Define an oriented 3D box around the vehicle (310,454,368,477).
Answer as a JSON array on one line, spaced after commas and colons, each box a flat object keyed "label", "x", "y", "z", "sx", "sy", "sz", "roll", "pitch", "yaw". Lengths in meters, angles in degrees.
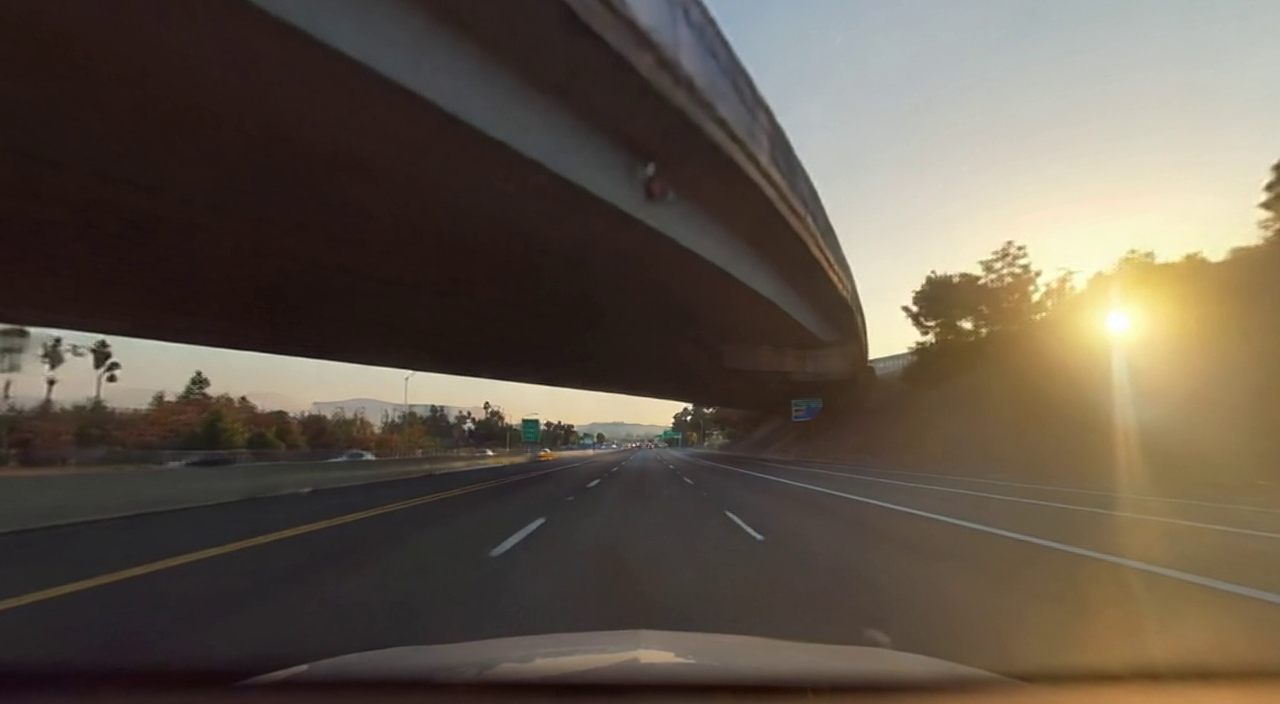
[{"label": "vehicle", "x": -21.068, "y": 7.938, "z": 44.300, "sx": 1.870, "sy": 1.479, "sz": 4.388, "roll": 0, "pitch": -8, "yaw": 1}]
